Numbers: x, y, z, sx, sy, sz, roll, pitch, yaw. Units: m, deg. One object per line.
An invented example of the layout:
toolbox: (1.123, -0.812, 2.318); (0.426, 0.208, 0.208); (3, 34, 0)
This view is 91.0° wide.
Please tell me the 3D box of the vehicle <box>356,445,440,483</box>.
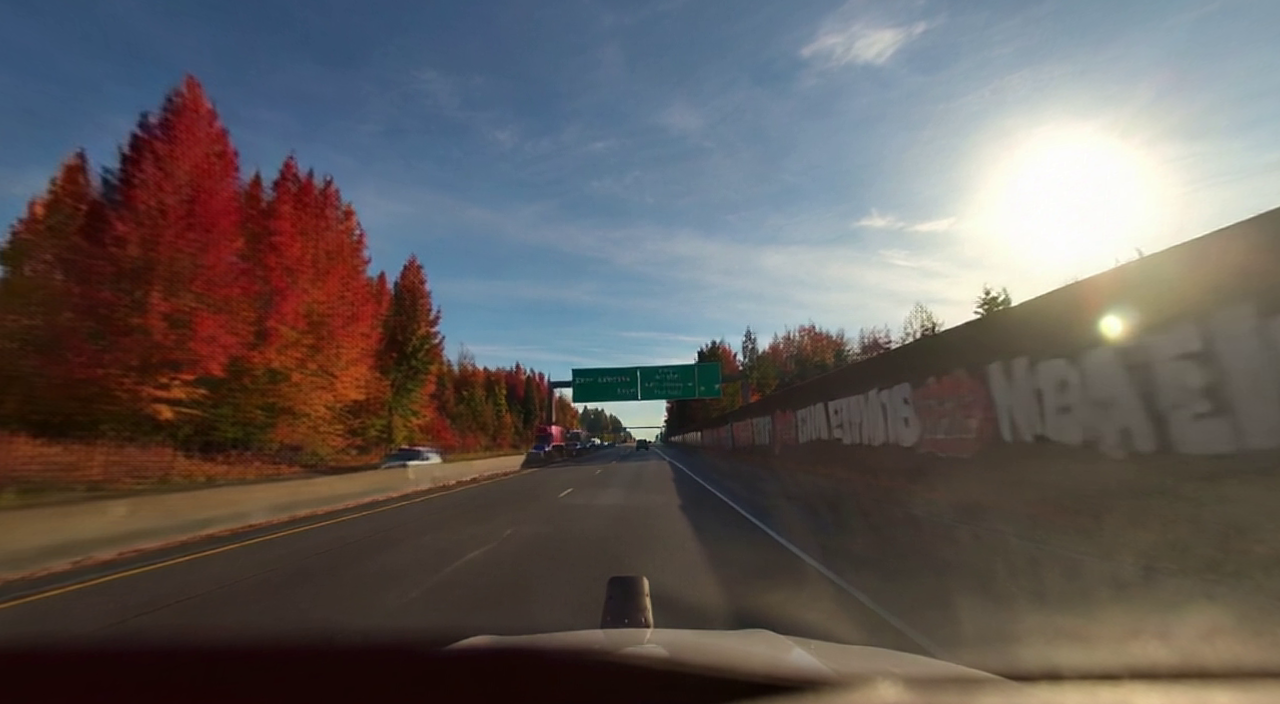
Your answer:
vehicle: (-10.532, 4.871, 27.755); (1.863, 1.487, 4.505); (0, -8, 1)
